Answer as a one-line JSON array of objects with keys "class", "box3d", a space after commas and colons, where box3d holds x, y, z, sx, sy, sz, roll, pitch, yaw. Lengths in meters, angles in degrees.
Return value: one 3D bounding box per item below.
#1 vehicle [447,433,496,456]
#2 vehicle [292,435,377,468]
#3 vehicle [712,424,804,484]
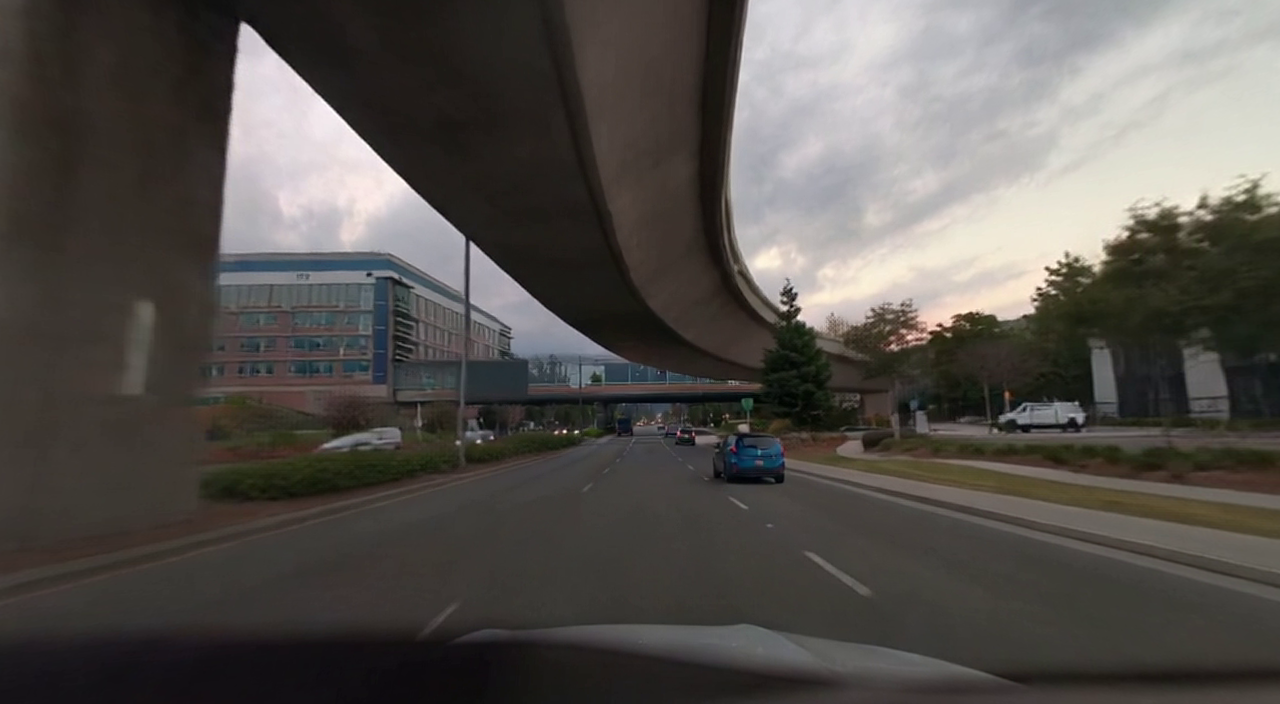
[{"class": "vehicle", "box3d": [-11.372, 6.290, 42.869, 1.909, 1.486, 4.590, 0, -8, 2]}, {"class": "vehicle", "box3d": [-14.932, 4.898, 31.106, 1.885, 1.497, 4.494, 0, -8, 1]}, {"class": "vehicle", "box3d": [3.677, 3.287, 20.556, 2.110, 1.712, 4.489, 0, -8, 0]}]
